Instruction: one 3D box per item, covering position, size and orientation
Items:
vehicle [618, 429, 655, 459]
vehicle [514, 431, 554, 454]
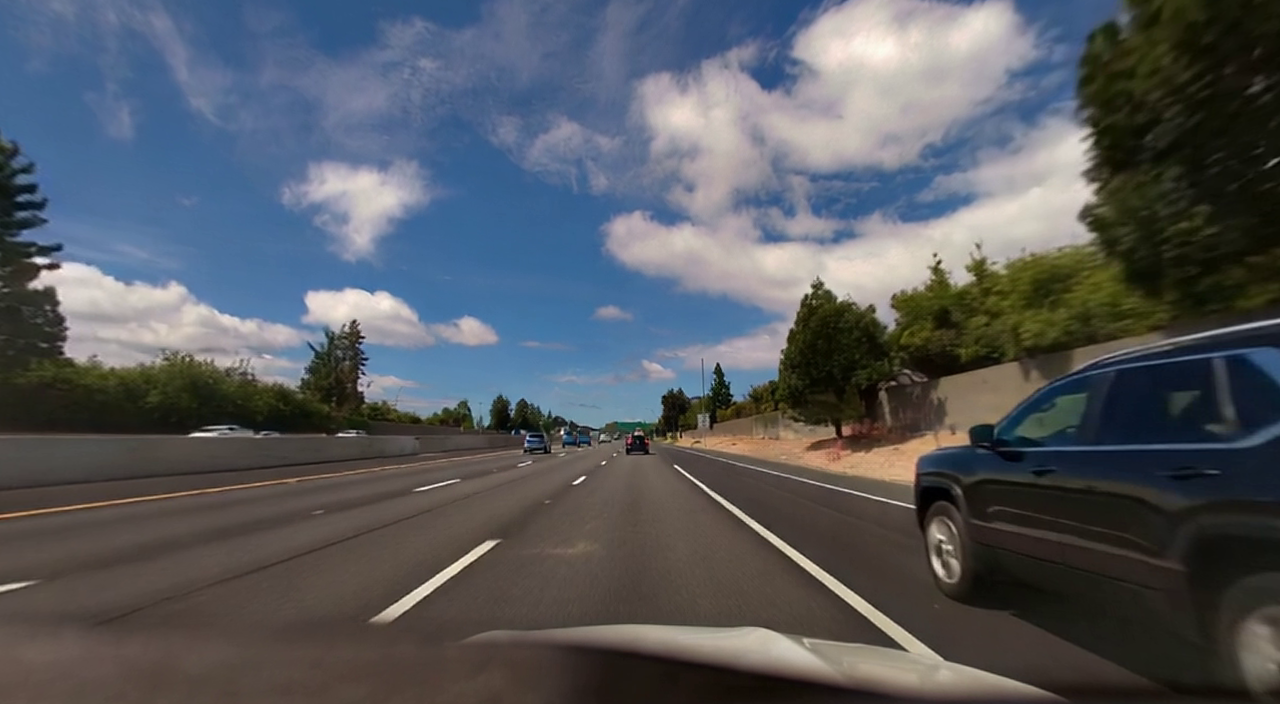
[{"bbox_3d":[-0.177,5.599,38.279,2.141,1.706,4.065,0,-8,0],"label":"vehicle"},{"bbox_3d":[-7.553,6.481,45.113,2.019,1.523,4.396,0,-8,1],"label":"vehicle"}]
